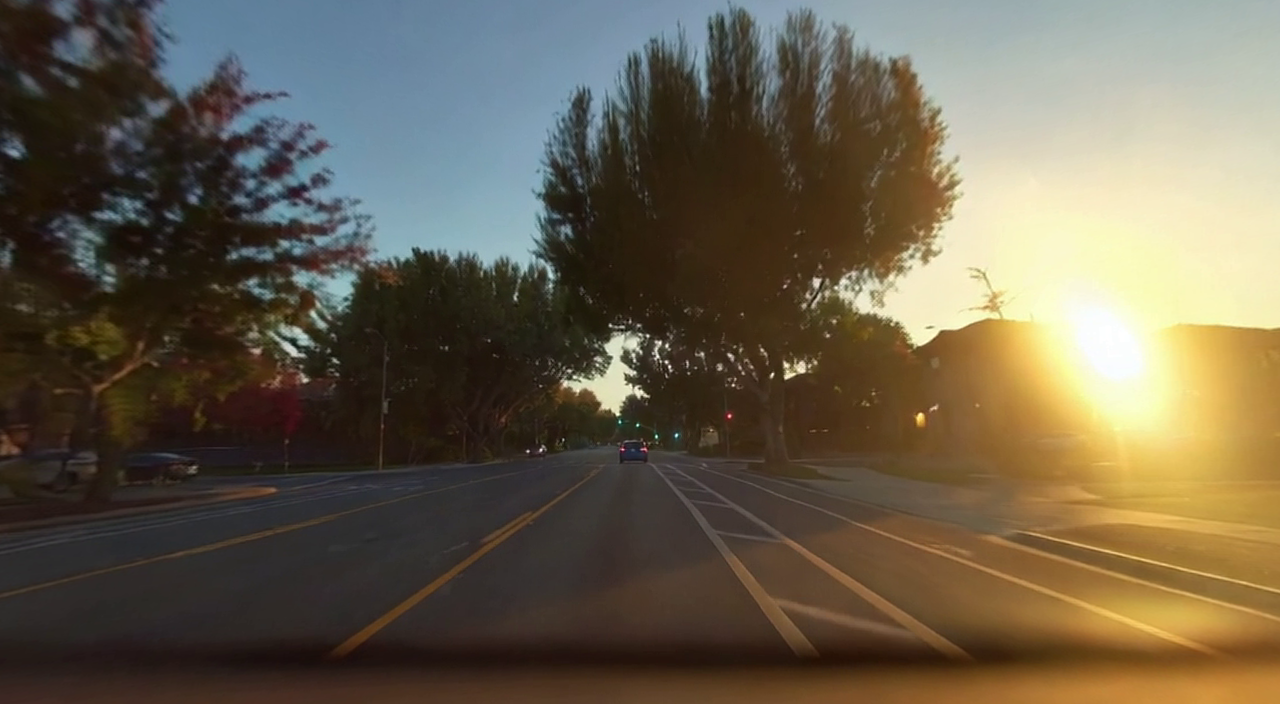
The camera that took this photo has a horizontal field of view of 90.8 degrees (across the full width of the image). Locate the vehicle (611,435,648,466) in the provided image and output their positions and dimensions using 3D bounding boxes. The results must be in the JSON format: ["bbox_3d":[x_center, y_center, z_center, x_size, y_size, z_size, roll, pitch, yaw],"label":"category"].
[{"bbox_3d":[-0.645,6.166,39.645,2.230,1.827,4.298,0,-8,0],"label":"vehicle"}]

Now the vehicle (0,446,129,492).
[{"bbox_3d":[-22.090,4.328,23.619,4.241,1.601,1.970,0,-8,1],"label":"vehicle"}]

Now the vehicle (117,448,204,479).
[{"bbox_3d":[-24.792,5.756,32.841,1.830,1.467,4.270,2,-8,-11],"label":"vehicle"}]
